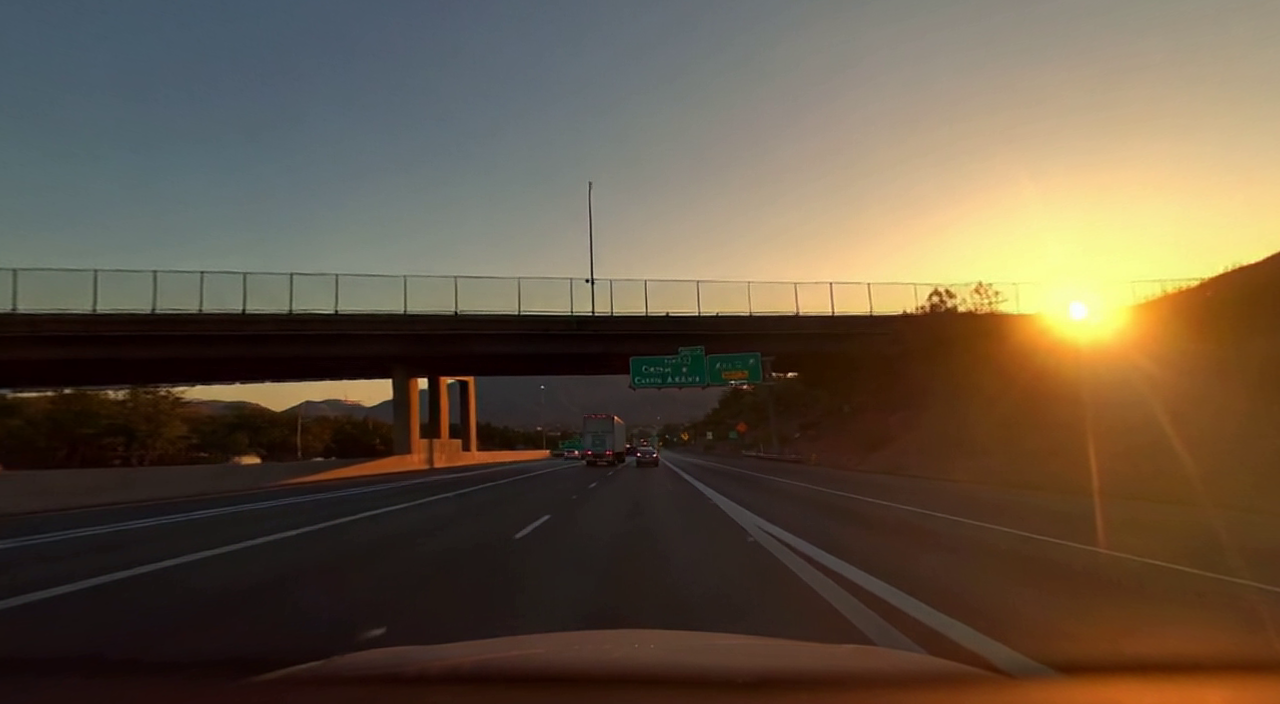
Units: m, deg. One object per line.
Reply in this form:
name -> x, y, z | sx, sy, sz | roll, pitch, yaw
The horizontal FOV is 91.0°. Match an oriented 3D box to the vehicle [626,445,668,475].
vehicle -> 0.326, 5.645, 33.051 | 2.066, 1.469, 4.050 | 0, -9, -1

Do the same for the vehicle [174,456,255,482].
vehicle -> -31.115, 8.532, 46.261 | 2.230, 1.690, 5.153 | -1, -9, 2
